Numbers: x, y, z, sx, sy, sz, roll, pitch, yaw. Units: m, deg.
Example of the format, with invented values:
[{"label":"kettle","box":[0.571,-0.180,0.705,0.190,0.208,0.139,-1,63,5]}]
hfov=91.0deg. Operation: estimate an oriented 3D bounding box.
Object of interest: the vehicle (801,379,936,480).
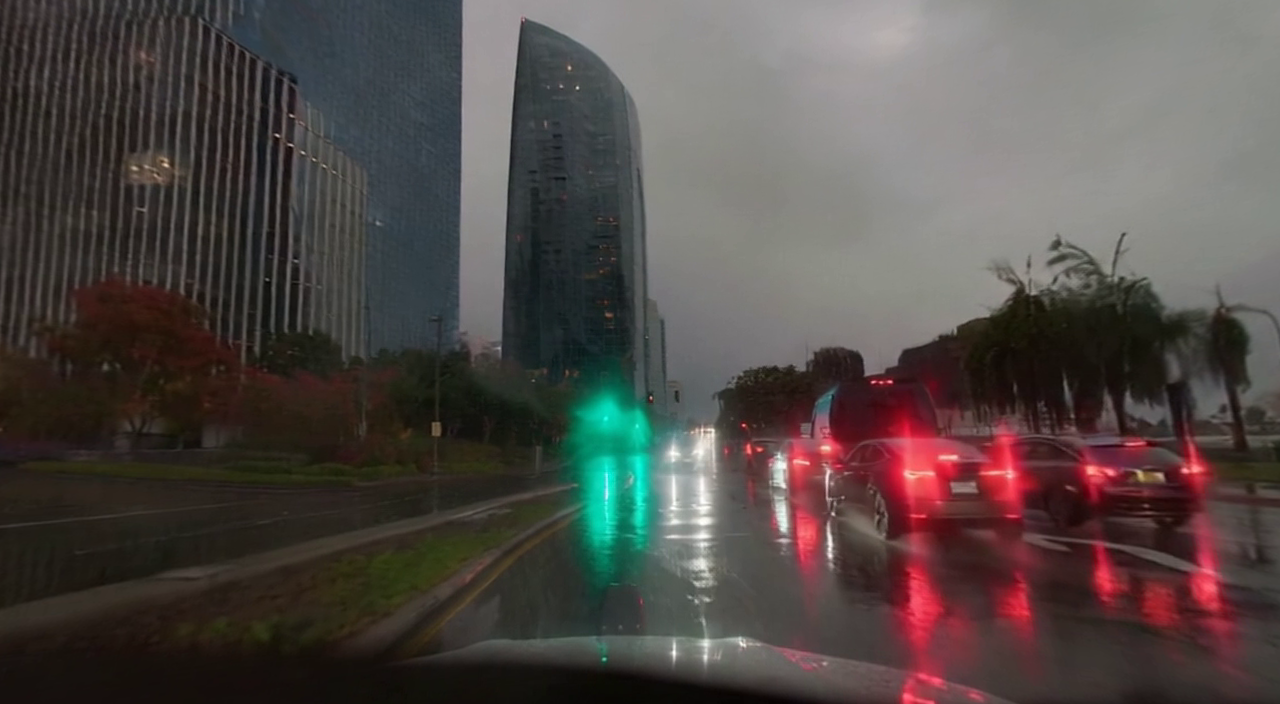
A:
[{"label":"vehicle","box":[9.952,3.807,29.535,3.128,3.616,13.736,-1,-9,8]}]

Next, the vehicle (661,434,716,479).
[{"label":"vehicle","box":[2.134,4.412,26.802,2.121,1.728,4.161,-1,-9,7]}]

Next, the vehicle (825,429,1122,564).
[{"label":"vehicle","box":[4.471,1.974,9.351,2.183,1.553,3.923,0,-9,-1]}]

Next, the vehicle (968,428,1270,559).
[{"label":"vehicle","box":[7.093,2.084,9.997,1.983,1.628,3.885,-1,-9,6]}]

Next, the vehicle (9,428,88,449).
[{"label":"vehicle","box":[-45.132,6.627,48.107,4.011,1.600,1.776,1,-9,-6]}]
